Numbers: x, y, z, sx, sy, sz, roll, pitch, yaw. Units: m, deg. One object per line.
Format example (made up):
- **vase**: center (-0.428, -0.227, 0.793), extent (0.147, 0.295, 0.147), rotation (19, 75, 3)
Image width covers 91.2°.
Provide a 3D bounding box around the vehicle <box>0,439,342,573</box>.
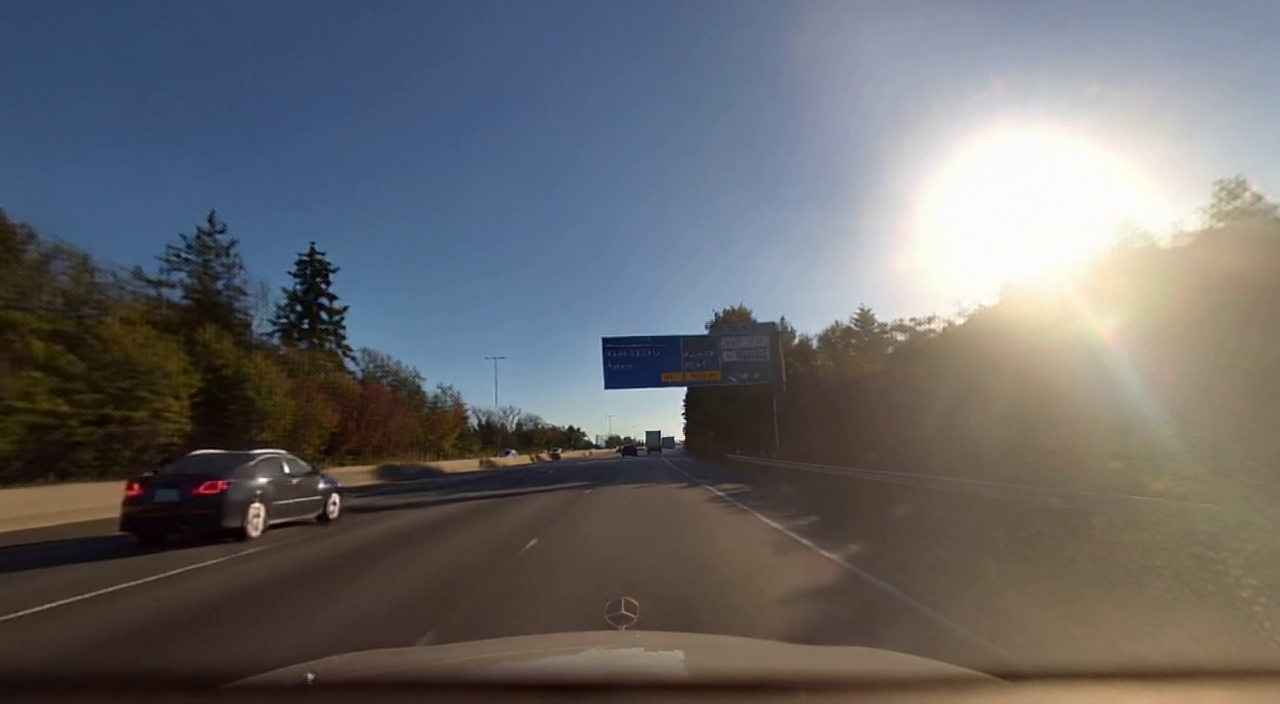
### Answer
- **vehicle**: center (-6.583, 2.133, 9.518), extent (1.956, 1.538, 4.318), rotation (0, -9, 0)
